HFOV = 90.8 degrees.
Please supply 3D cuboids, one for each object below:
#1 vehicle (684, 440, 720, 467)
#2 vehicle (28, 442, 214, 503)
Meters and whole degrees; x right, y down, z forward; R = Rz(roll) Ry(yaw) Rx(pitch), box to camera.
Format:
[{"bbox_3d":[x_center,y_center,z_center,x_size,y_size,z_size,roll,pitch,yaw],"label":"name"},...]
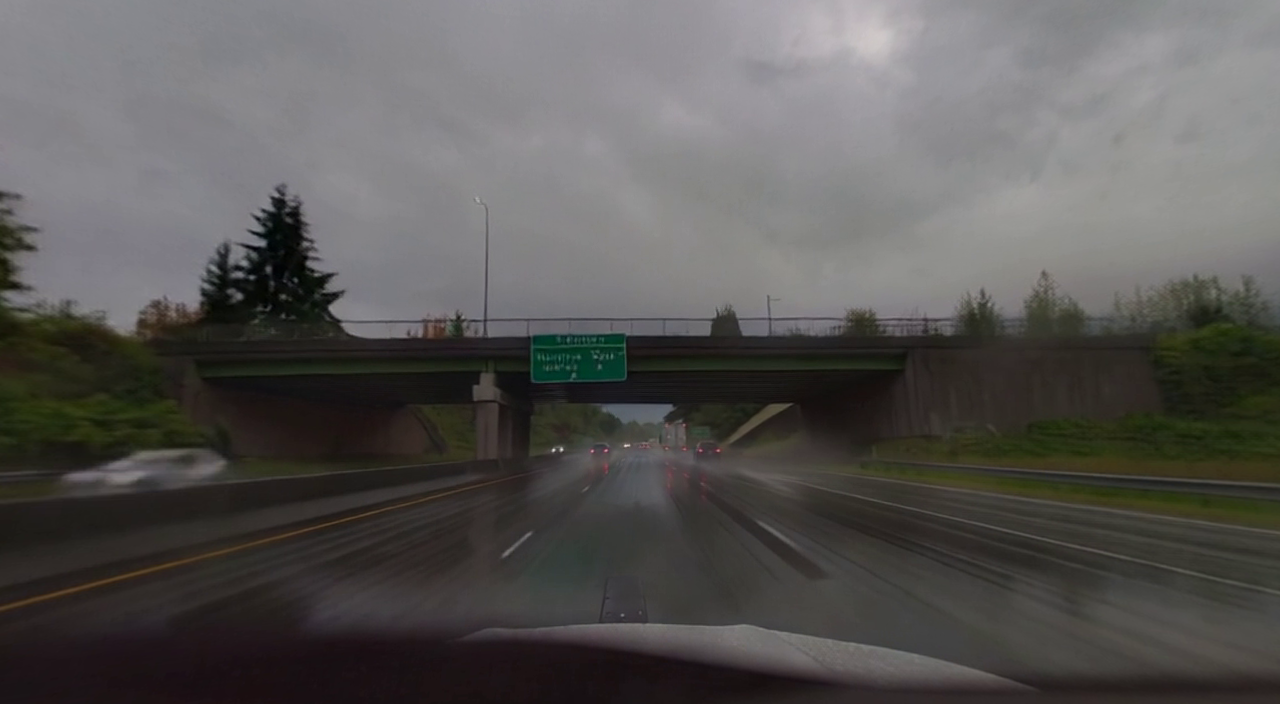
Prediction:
[{"bbox_3d":[4.555,7.509,46.941,2.100,1.889,4.969,0,-9,-1],"label":"vehicle"},{"bbox_3d":[-15.380,3.559,19.082,1.948,1.617,4.249,0,-9,0],"label":"vehicle"}]
